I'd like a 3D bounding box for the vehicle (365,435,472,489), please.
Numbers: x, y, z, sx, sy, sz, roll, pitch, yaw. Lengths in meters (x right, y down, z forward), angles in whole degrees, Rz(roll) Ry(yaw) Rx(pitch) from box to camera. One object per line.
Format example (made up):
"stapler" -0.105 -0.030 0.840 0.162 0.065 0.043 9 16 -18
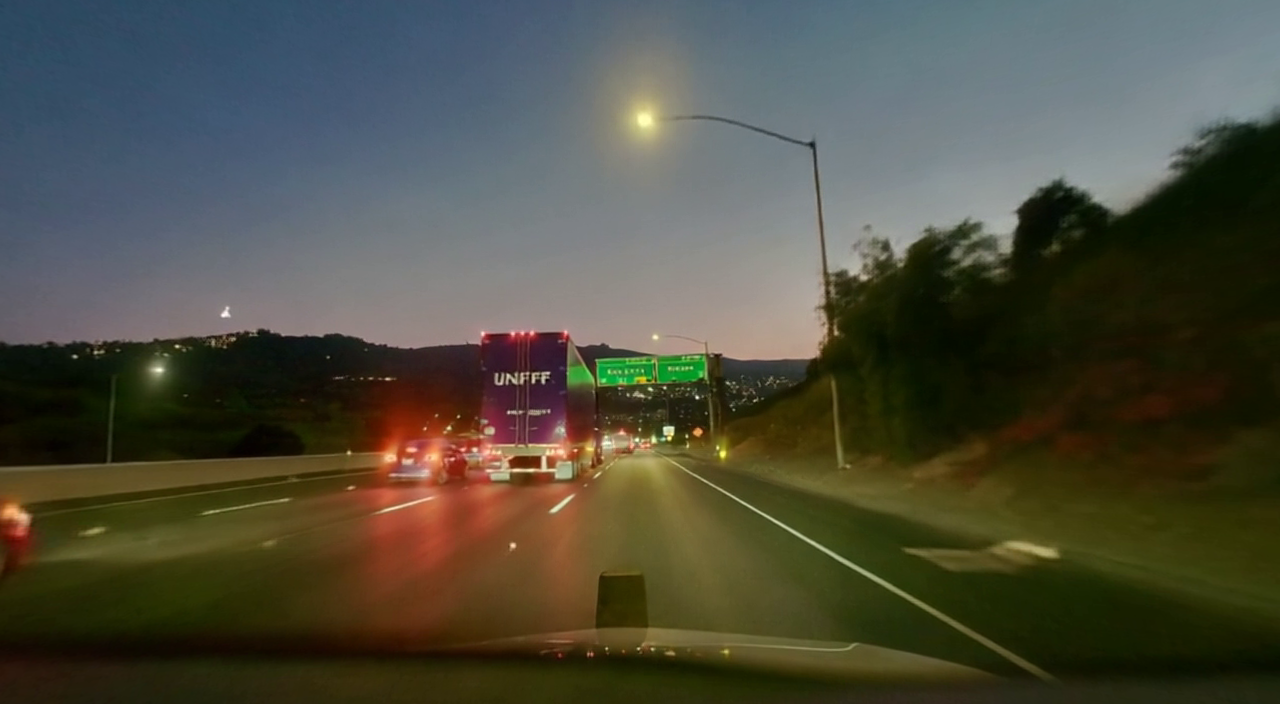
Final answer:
"vehicle" -7.279 3.641 21.299 1.949 1.604 4.456 0 -8 1

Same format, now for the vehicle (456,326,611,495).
"vehicle" -3.104 2.649 24.410 3.202 4.352 16.251 0 -8 0
